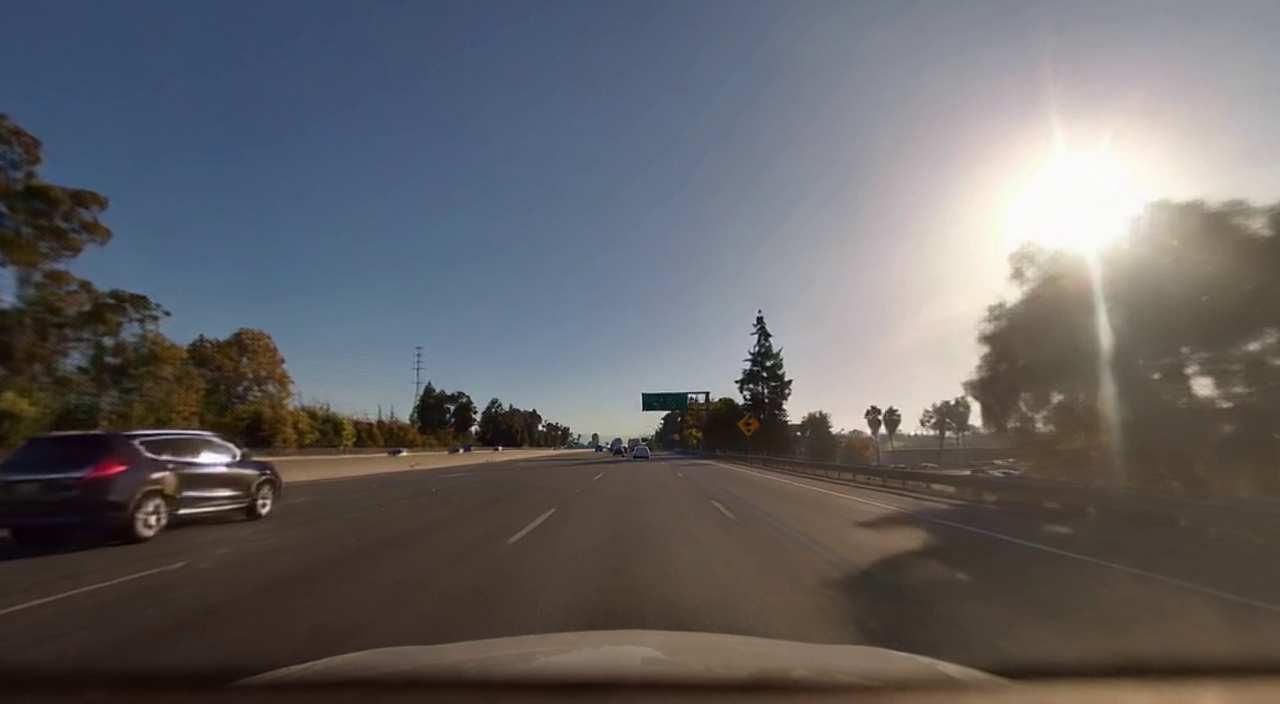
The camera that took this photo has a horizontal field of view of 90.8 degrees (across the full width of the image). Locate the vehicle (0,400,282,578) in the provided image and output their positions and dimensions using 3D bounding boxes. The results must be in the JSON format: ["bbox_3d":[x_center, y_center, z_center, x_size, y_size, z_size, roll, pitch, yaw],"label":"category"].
[{"bbox_3d":[-7.479,1.740,8.859,2.032,1.808,4.776,0,-8,1],"label":"vehicle"}]

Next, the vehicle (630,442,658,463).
[{"bbox_3d":[0.281,7.742,48.789,2.021,1.528,4.154,0,-8,-1],"label":"vehicle"}]
